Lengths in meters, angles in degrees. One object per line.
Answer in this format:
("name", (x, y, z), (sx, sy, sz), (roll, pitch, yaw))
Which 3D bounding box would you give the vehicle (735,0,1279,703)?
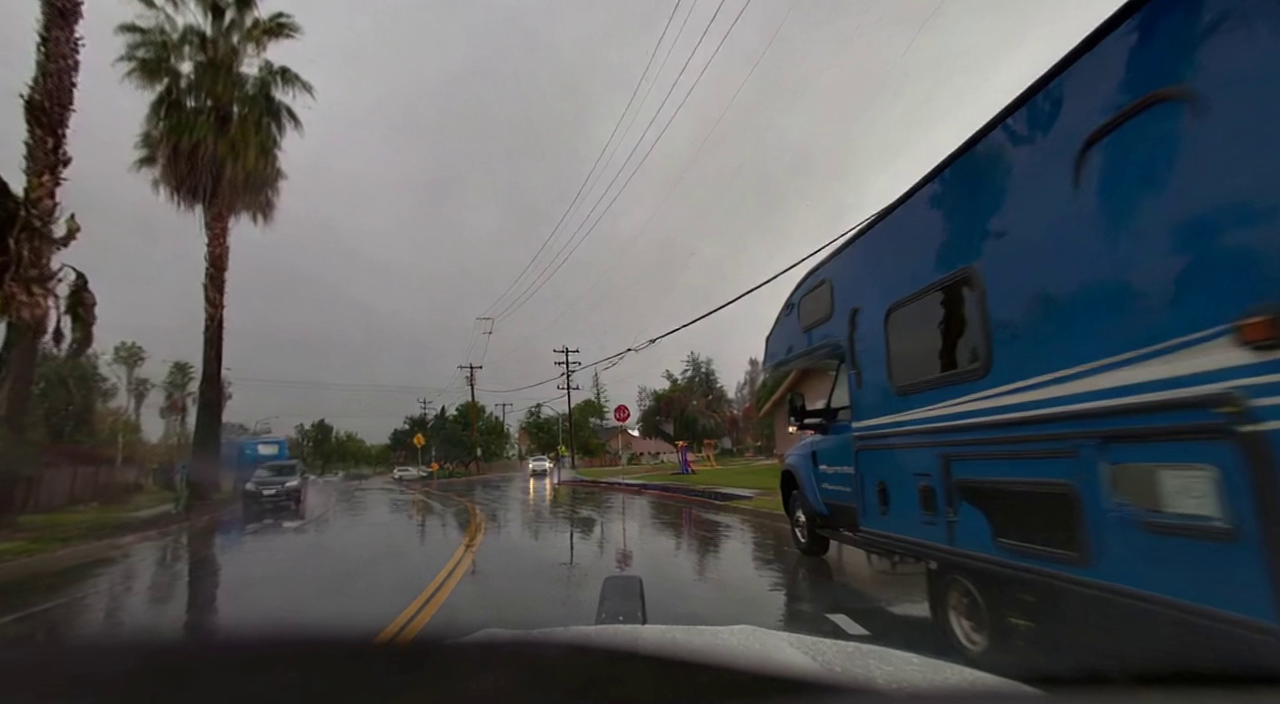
("vehicle", (2.885, 0.361, 4.482), (2.853, 3.082, 7.767), (0, -9, -3))

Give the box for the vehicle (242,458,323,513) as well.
("vehicle", (-12.070, 4.411, 21.423), (2.085, 1.545, 4.340), (4, -10, -28))

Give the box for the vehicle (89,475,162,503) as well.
("vehicle", (-36.823, 9.746, 45.185), (4.527, 1.732, 2.059), (-4, -9, 24))

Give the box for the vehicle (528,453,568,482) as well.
("vehicle", (-6.914, 8.524, 46.926), (2.508, 1.887, 5.930), (2, -9, -12))

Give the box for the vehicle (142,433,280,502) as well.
("vehicle", (-26.715, 7.000, 39.021), (11.364, 3.720, 3.216), (-7, -11, 37))
